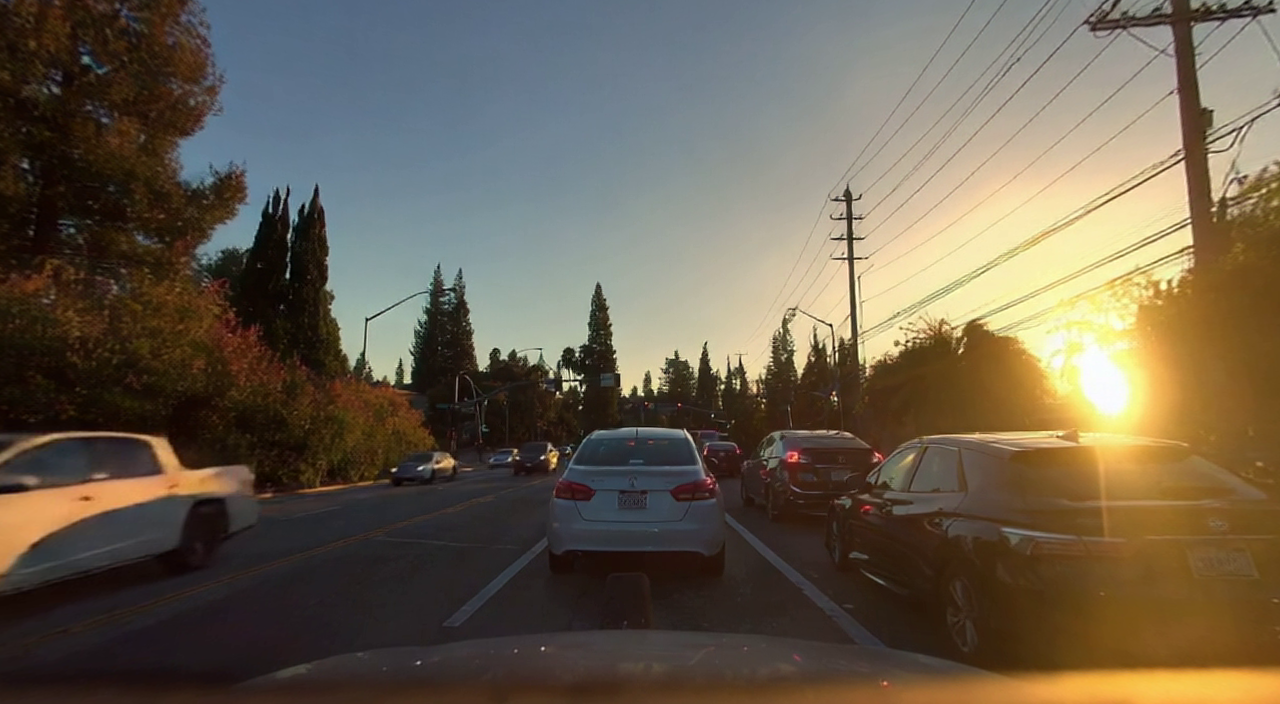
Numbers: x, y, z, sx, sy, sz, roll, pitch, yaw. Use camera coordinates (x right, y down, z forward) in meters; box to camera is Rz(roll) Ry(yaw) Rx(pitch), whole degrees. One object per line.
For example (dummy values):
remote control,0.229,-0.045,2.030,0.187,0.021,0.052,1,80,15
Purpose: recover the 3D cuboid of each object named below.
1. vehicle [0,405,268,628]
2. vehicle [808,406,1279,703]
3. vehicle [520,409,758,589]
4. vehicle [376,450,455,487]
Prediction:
vehicle,-6.198,1.478,6.117,2.253,1.751,4.700,0,-8,1
vehicle,2.894,1.308,4.991,1.950,1.487,4.275,0,-8,0
vehicle,0.008,1.671,7.985,2.200,1.653,4.127,0,-8,0
vehicle,-9.809,5.083,27.898,1.921,1.471,4.137,0,-8,1
